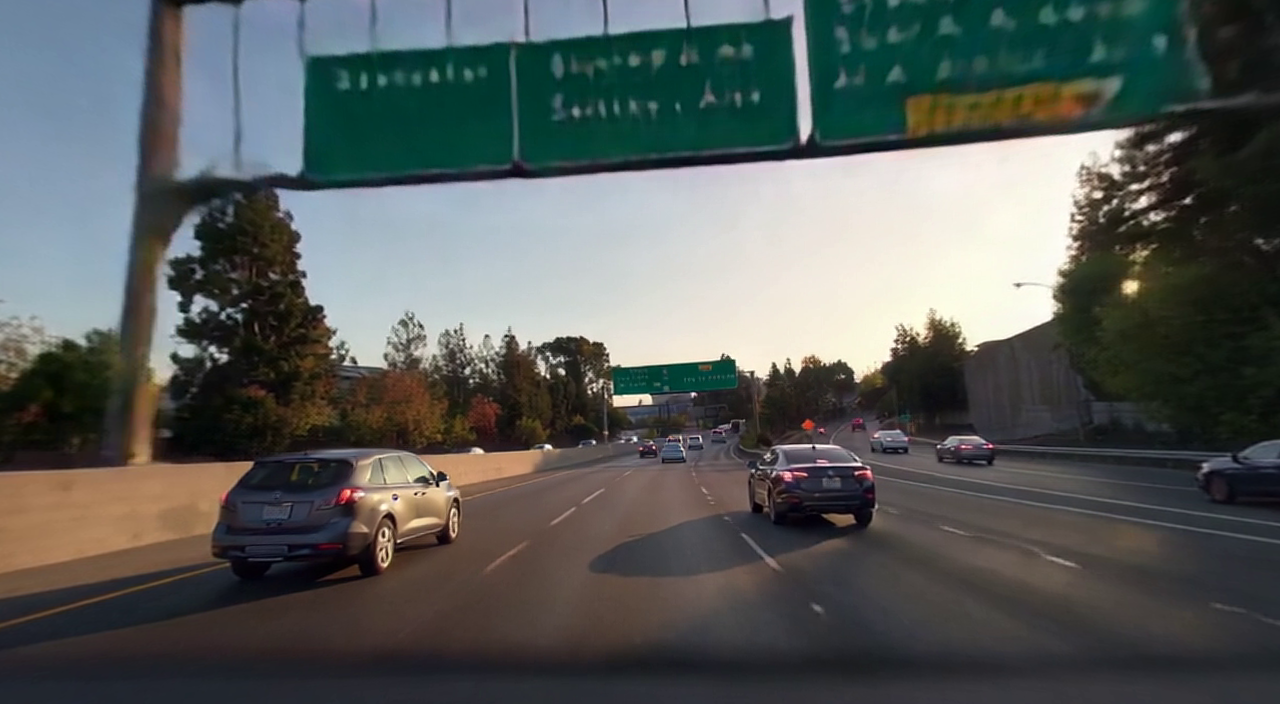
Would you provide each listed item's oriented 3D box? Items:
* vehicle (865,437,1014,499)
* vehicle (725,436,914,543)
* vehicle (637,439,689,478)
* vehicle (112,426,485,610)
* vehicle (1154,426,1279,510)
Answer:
[{"bbox_3d":[8.141,3.187,17.694,2.014,1.506,4.626,0,-9,2],"label":"vehicle"},{"bbox_3d":[2.846,2.293,11.205,2.009,1.489,4.559,0,-9,0],"label":"vehicle"},{"bbox_3d":[1.076,4.756,28.359,2.201,1.614,3.803,-1,-9,3],"label":"vehicle"},{"bbox_3d":[-3.510,1.776,7.713,1.937,1.558,4.469,0,-9,2],"label":"vehicle"},{"bbox_3d":[12.925,2.253,12.296,1.976,1.548,4.687,-1,-9,4],"label":"vehicle"}]
